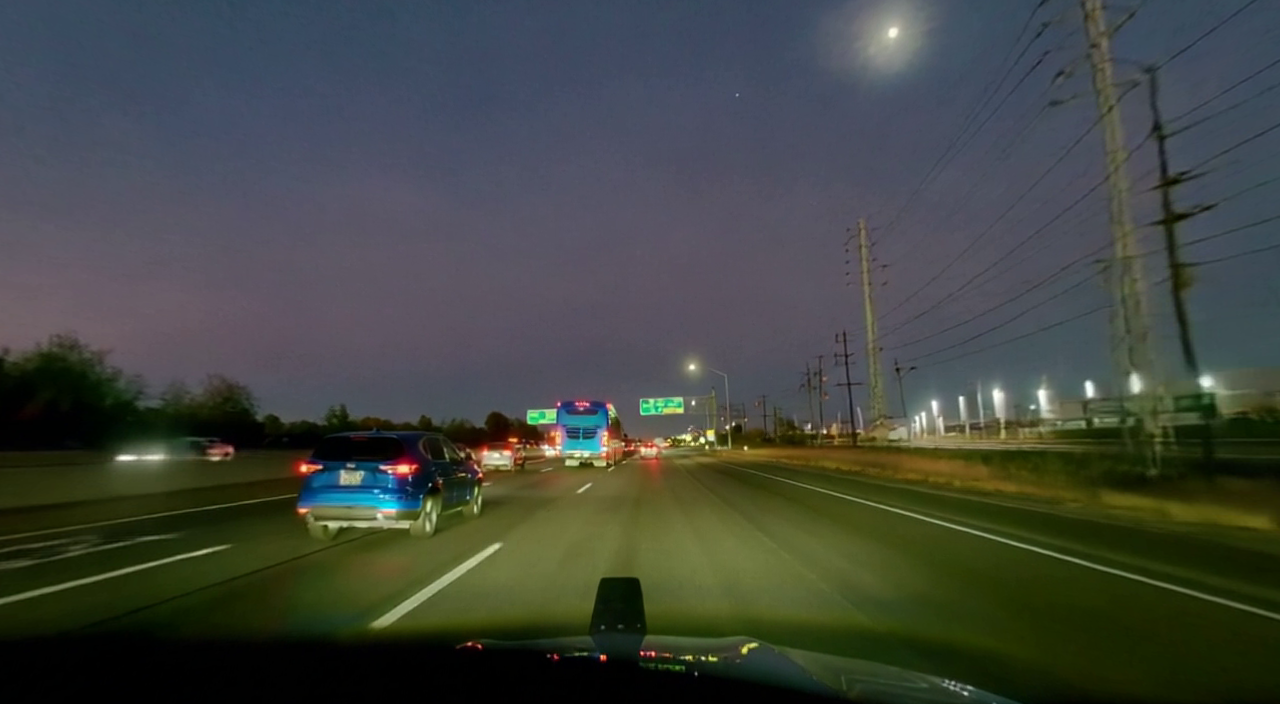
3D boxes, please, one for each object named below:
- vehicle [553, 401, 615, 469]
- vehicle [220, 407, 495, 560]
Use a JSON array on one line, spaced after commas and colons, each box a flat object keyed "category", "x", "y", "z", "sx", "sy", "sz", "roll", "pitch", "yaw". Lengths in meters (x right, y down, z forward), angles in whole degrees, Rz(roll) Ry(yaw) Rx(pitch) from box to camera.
[{"category": "vehicle", "x": -3.312, "y": 5.393, "z": 40.515, "sx": 2.964, "sy": 3.735, "sz": 11.465, "roll": 0, "pitch": -8, "yaw": 0}, {"category": "vehicle", "x": -3.716, "y": 1.812, "z": 9.363, "sx": 2.021, "sy": 1.730, "sz": 4.223, "roll": 0, "pitch": -8, "yaw": 1}]
